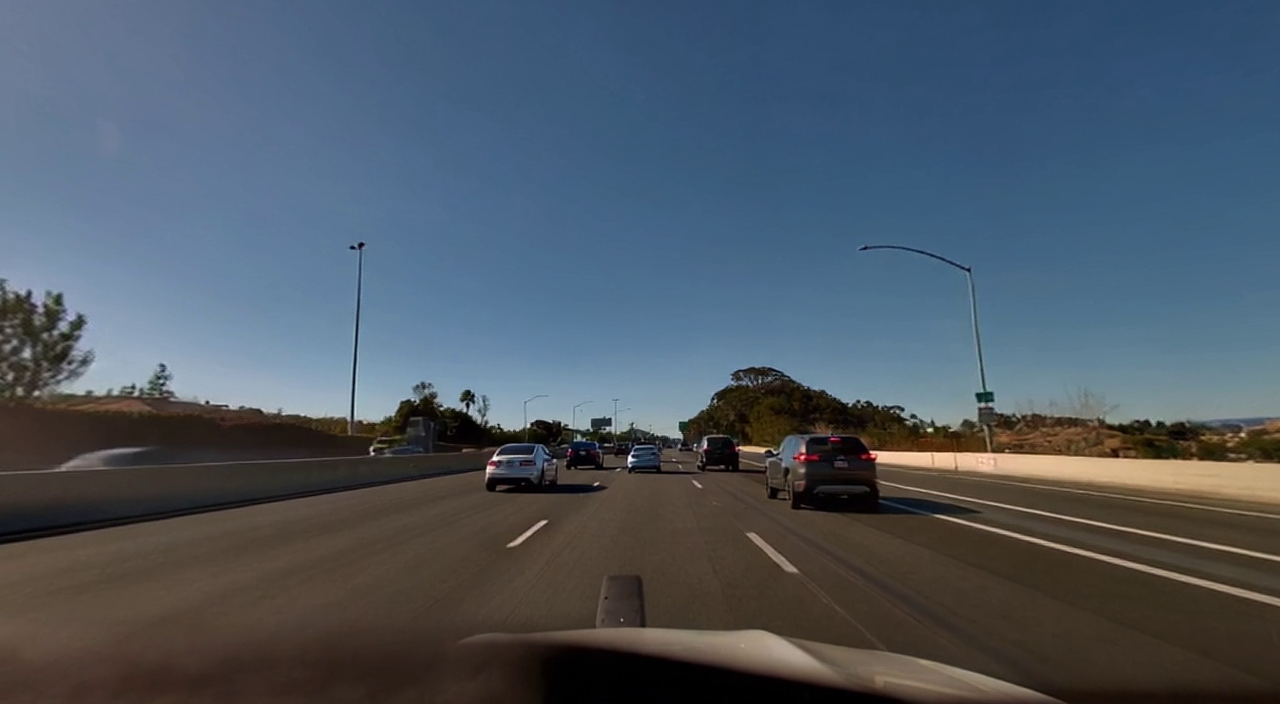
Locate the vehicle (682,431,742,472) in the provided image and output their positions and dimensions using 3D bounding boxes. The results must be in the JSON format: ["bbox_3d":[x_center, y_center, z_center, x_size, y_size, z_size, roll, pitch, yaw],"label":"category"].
[{"bbox_3d":[4.035,5.750,36.546,2.802,2.151,6.579,0,-9,1],"label":"vehicle"}]

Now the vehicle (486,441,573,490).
[{"bbox_3d":[-3.640,3.832,21.611,1.996,1.488,4.451,0,-9,2],"label":"vehicle"}]

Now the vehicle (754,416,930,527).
[{"bbox_3d":[3.648,2.256,12.351,2.045,1.768,4.249,0,-9,0],"label":"vehicle"}]

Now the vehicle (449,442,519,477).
[{"bbox_3d":[-7.251,5.055,29.778,2.065,1.519,4.491,0,-9,1],"label":"vehicle"}]

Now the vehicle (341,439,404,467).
[{"bbox_3d":[-19.394,7.379,45.977,2.176,1.901,5.057,0,-9,3],"label":"vehicle"}]

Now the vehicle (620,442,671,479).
[{"bbox_3d":[0.243,4.726,27.611,2.071,1.478,4.130,0,-9,1],"label":"vehicle"}]

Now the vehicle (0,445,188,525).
[{"bbox_3d":[-12.705,2.851,14.104,1.908,1.506,4.253,0,-9,1],"label":"vehicle"}]
